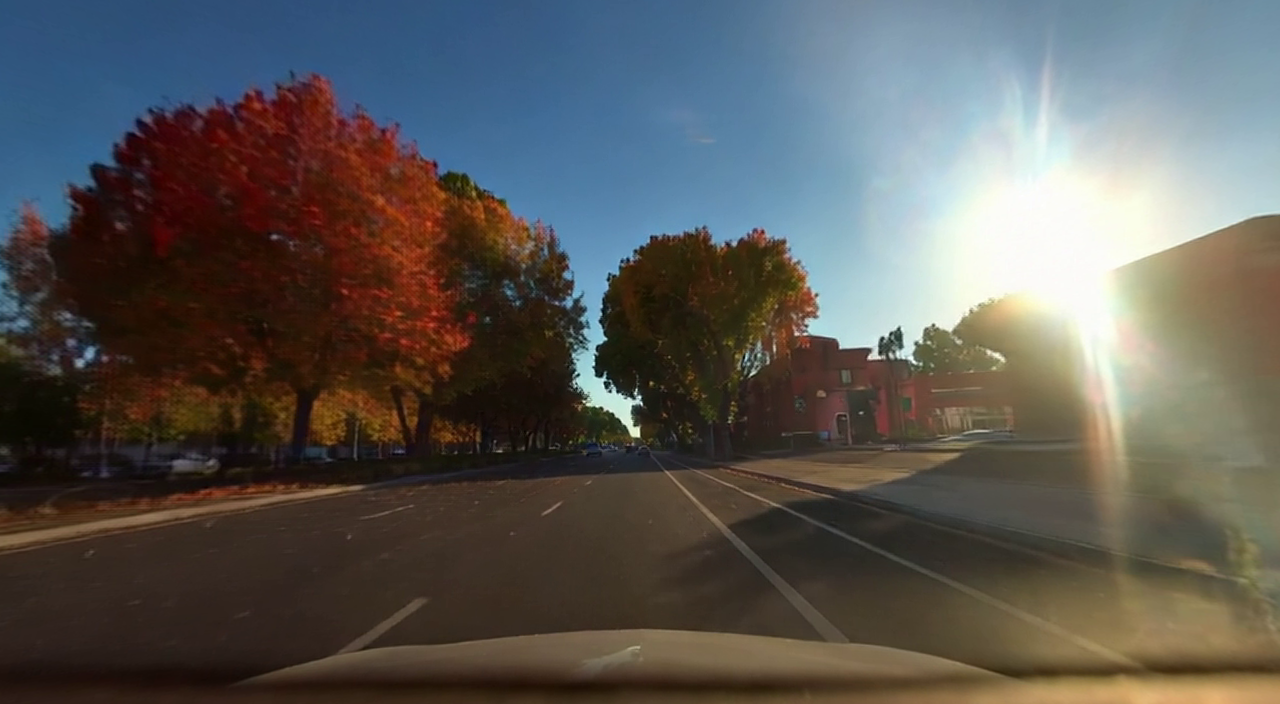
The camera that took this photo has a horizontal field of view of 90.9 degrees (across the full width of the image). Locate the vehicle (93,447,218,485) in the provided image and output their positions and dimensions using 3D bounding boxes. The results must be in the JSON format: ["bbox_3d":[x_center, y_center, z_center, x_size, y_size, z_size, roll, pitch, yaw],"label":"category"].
[{"bbox_3d":[-27.157,6.376,35.720,2.400,1.926,5.817,0,-9,1],"label":"vehicle"}]
